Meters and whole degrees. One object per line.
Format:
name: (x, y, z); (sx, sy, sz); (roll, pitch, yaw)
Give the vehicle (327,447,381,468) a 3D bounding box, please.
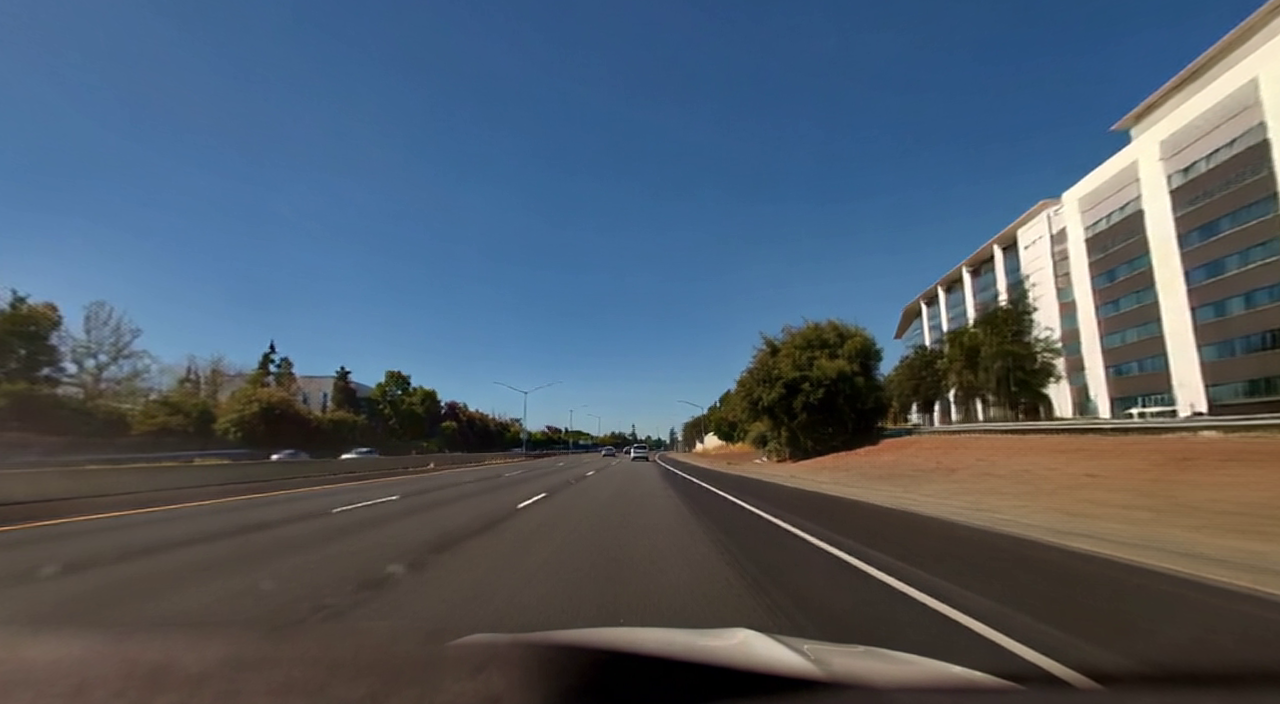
vehicle: (-21.679, 8.022, 48.098); (1.826, 1.466, 4.630); (-1, -9, 1)
